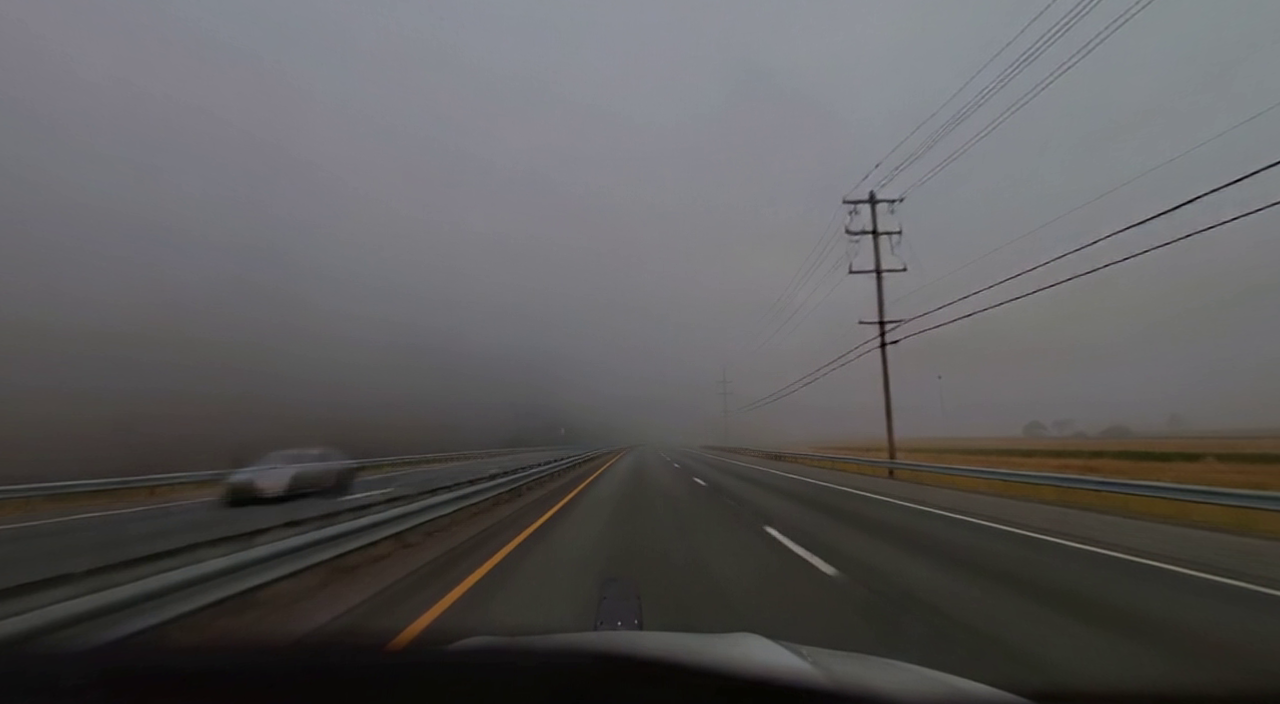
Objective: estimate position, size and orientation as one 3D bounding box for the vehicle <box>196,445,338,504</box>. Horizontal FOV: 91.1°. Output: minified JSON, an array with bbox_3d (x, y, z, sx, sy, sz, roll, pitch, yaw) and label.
[{"bbox_3d":[-10.637,3.468,18.252,1.844,1.505,3.708,0,-8,0],"label":"vehicle"}]
